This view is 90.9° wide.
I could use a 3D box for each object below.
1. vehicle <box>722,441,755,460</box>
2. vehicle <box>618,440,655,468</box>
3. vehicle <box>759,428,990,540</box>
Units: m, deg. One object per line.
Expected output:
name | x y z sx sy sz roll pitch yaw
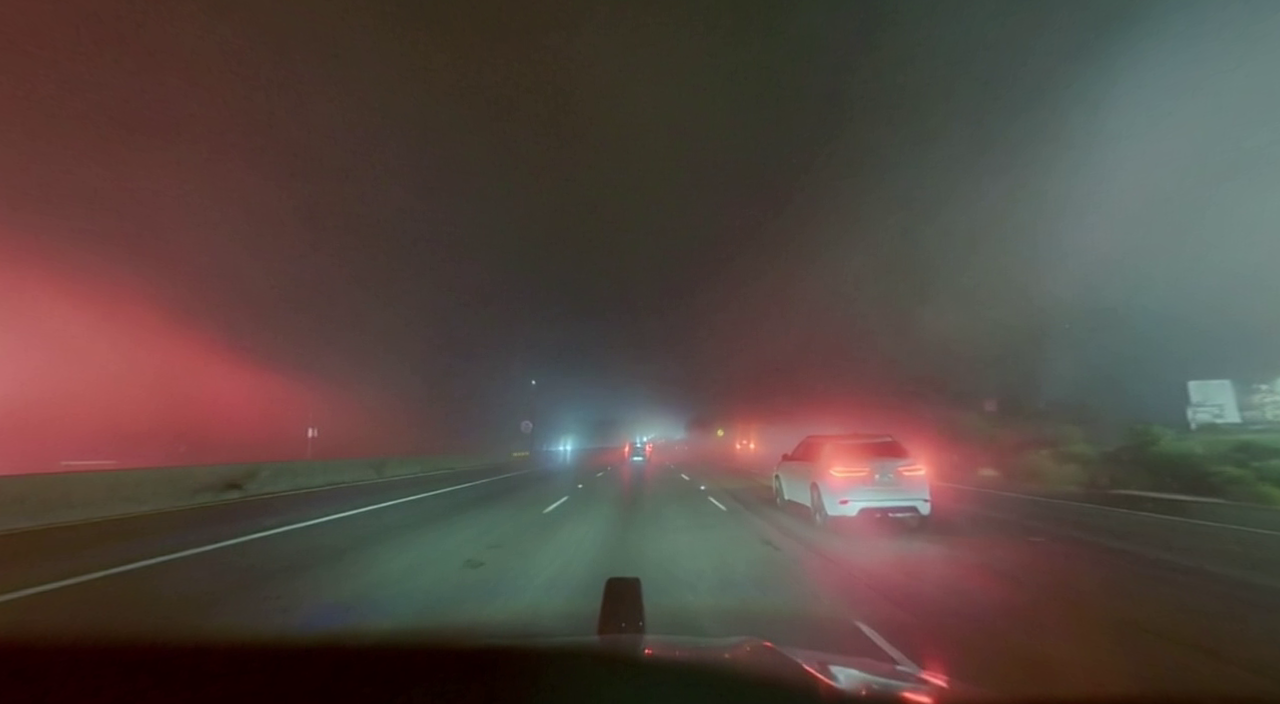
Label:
vehicle | 7.735 7.754 49.821 1.867 1.463 4.295 0 -8 -1
vehicle | -0.209 5.811 36.175 1.999 1.473 4.351 0 -8 0
vehicle | 3.628 2.136 10.942 2.172 1.490 4.668 0 -8 0
